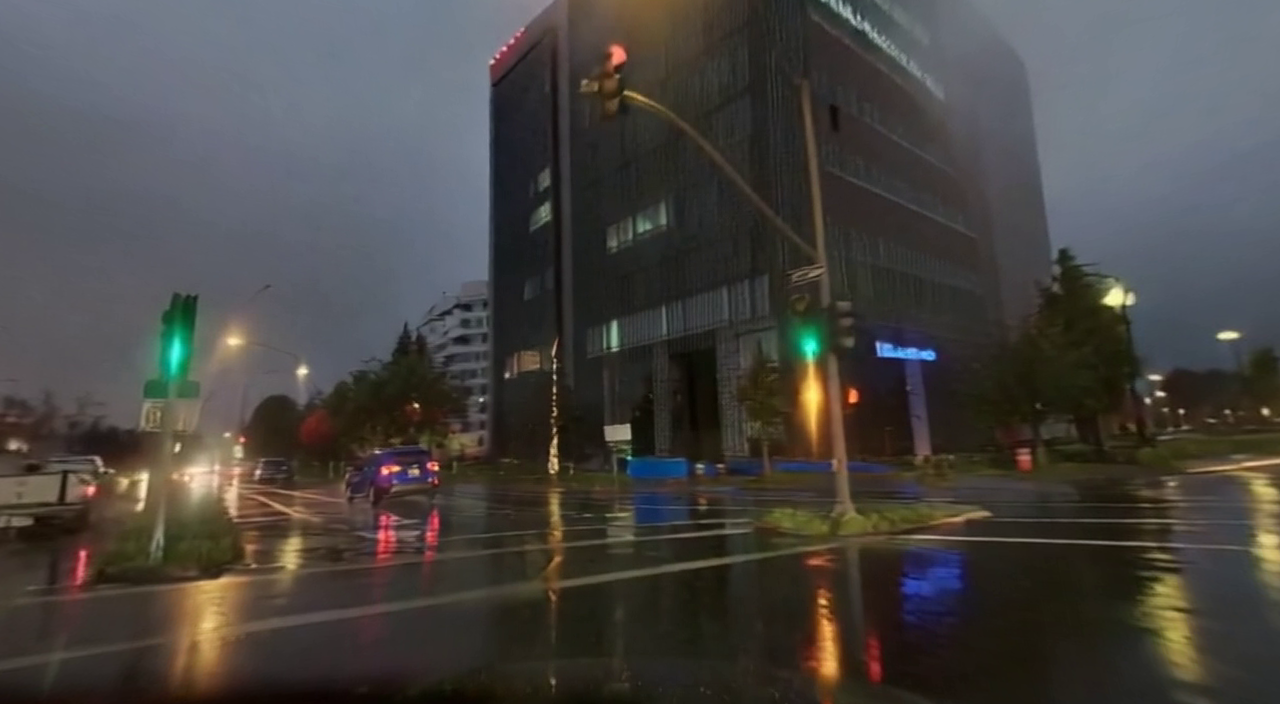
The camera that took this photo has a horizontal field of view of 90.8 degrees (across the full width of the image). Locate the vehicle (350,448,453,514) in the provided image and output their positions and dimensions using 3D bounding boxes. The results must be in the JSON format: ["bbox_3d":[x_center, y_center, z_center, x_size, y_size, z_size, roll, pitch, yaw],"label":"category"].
[{"bbox_3d":[-7.624,3.951,19.927,2.238,1.762,4.445,4,-10,-30],"label":"vehicle"}]
